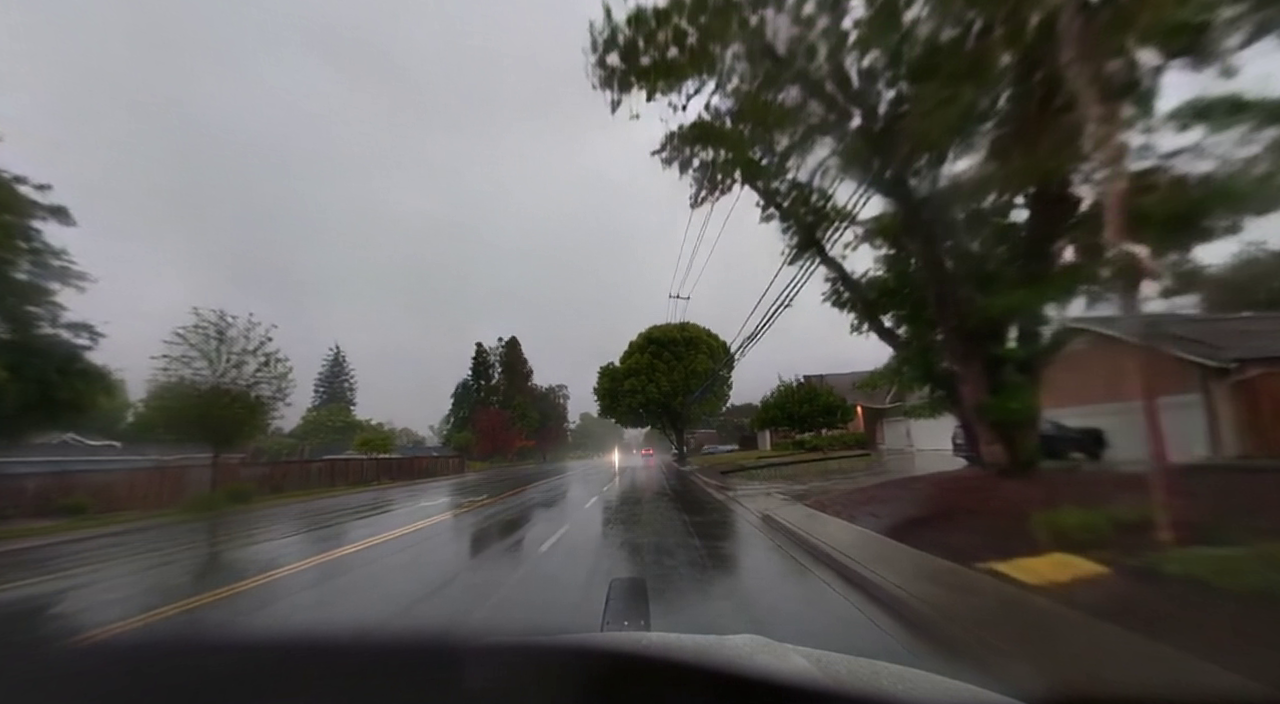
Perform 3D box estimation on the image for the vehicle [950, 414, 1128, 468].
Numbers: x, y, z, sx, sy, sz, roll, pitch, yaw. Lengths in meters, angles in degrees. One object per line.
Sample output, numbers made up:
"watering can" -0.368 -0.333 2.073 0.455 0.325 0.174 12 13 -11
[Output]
"vehicle" 11.579 2.636 18.524 3.992 1.486 1.727 0 -9 1
